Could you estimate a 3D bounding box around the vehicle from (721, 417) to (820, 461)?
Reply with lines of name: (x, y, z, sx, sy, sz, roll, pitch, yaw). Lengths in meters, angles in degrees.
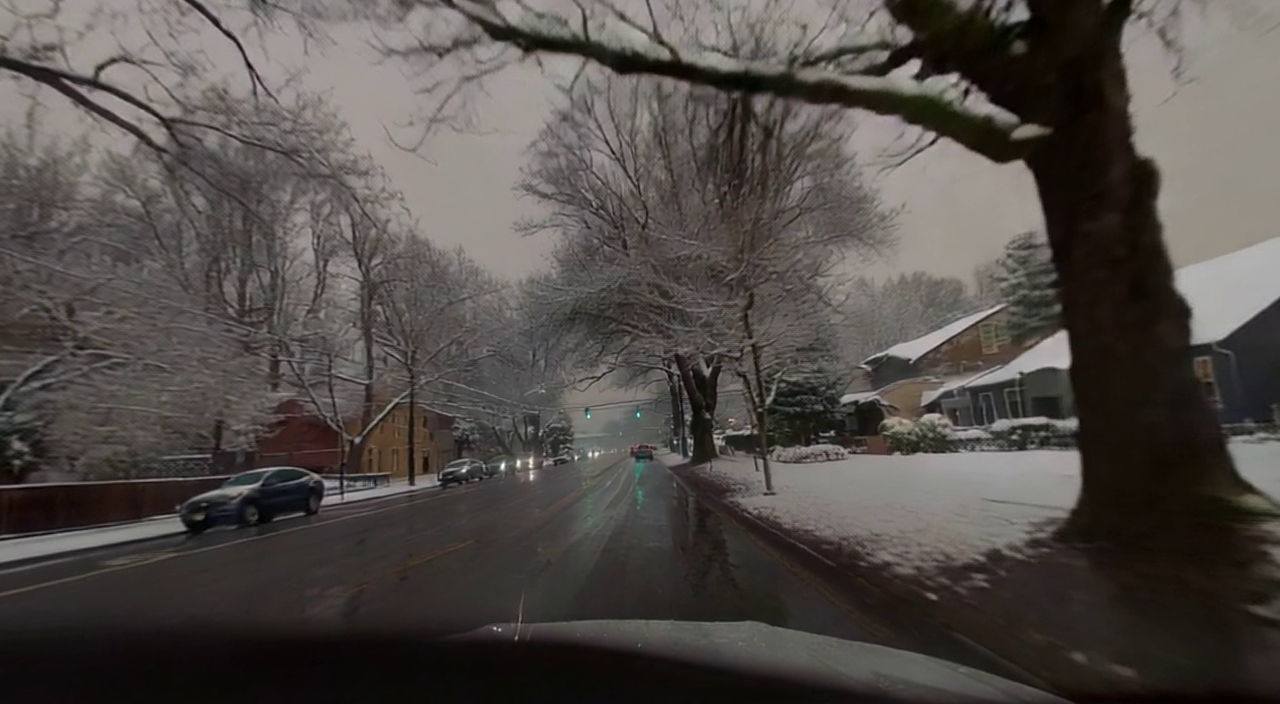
vehicle: (8.903, 6.013, 43.212, 6.019, 2.672, 2.563, -6, -10, 27)

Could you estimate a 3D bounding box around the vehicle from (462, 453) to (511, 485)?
vehicle: (-10.083, 7.700, 41.751, 2.006, 1.810, 4.844, -5, -9, -1)

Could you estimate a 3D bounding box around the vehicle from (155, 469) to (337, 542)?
vehicle: (-10.148, 3.958, 16.782, 1.892, 1.484, 4.576, 0, -9, 0)

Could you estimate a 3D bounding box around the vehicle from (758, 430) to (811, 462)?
vehicle: (8.667, 5.733, 38.252, 1.999, 1.753, 4.995, -1, -9, -1)

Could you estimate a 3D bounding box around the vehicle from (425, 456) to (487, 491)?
vehicle: (-10.418, 6.875, 36.004, 1.995, 1.657, 4.609, -5, -9, 2)
